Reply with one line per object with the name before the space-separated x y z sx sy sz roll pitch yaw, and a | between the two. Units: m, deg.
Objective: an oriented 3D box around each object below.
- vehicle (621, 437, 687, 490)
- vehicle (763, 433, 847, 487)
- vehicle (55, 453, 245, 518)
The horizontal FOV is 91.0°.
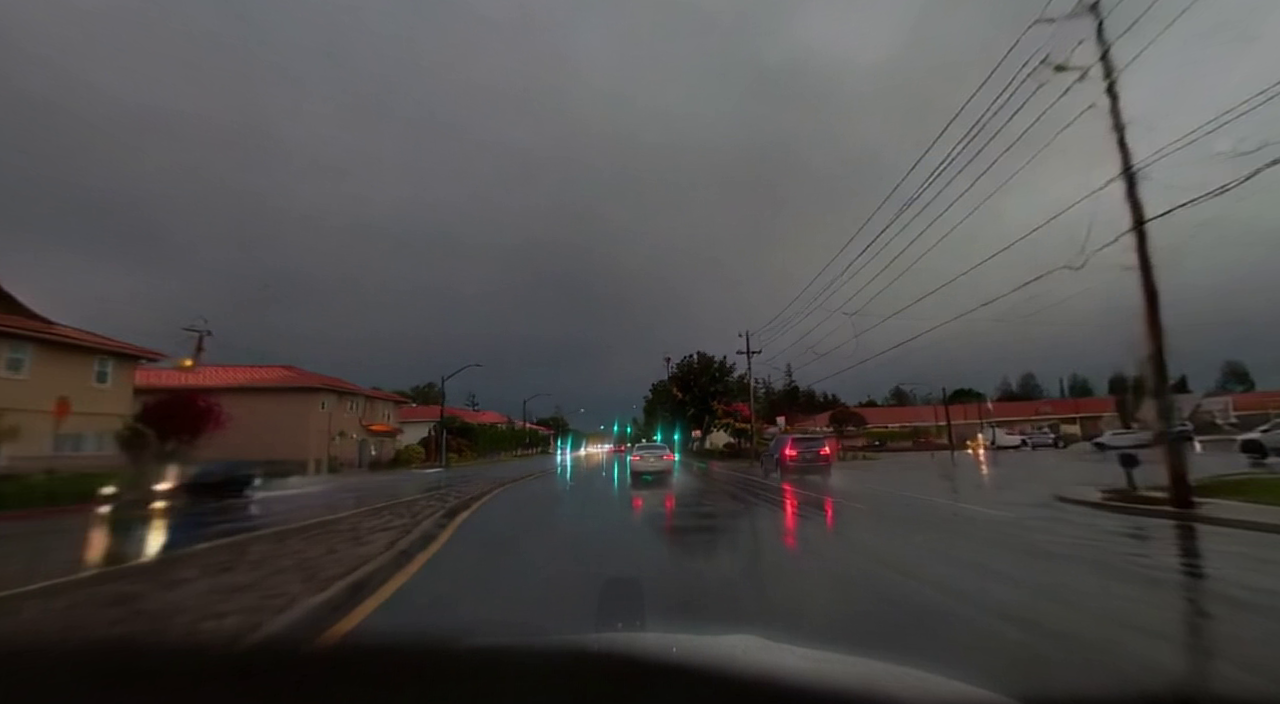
vehicle | 0.454 3.936 22.477 2.138 1.702 4.168 0 -9 0
vehicle | 6.305 4.173 24.591 2.061 1.889 4.268 0 -9 0
vehicle | -14.252 3.858 18.728 2.011 1.670 4.360 -1 -9 2
